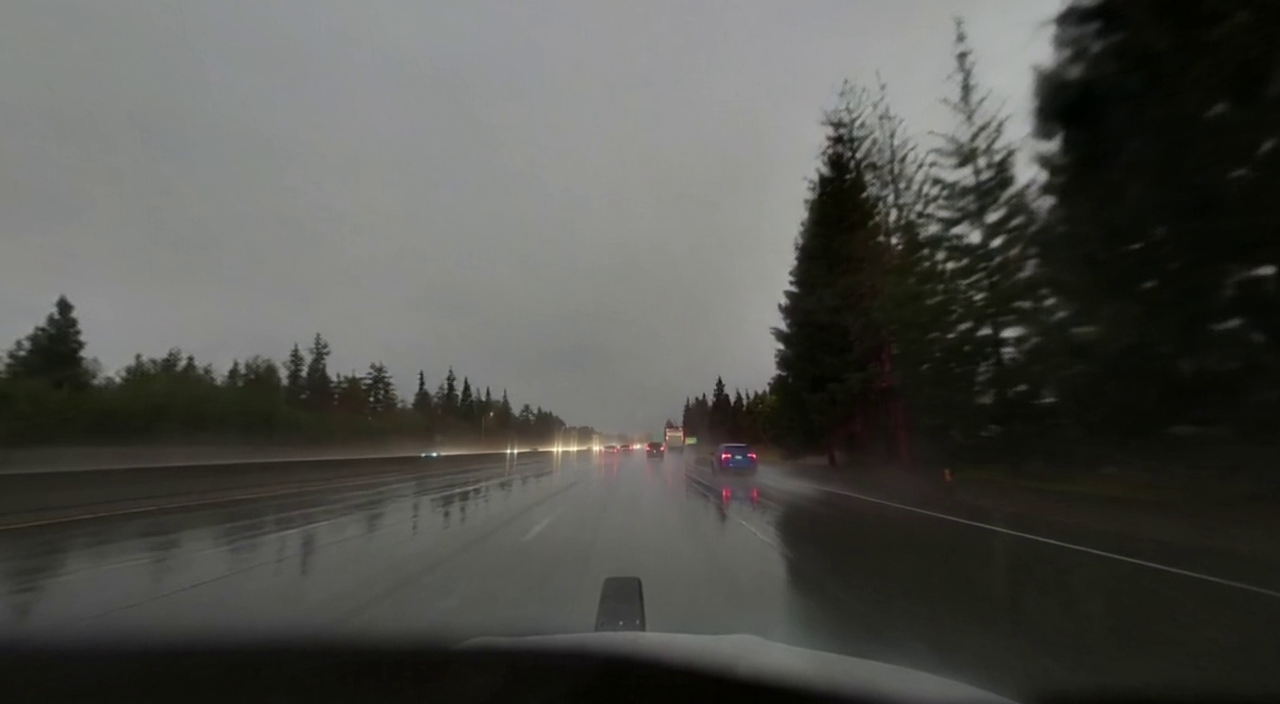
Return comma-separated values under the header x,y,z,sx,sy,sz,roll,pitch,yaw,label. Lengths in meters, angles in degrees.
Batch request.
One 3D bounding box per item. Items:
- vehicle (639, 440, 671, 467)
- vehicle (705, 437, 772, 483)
x,y,z,sx,sy,sz,roll,pitch,yaw,label
1.053,7.375,45.933,2.205,1.785,4.423,0,-9,0,vehicle
3.976,4.426,26.115,2.082,1.720,4.393,0,-9,0,vehicle
